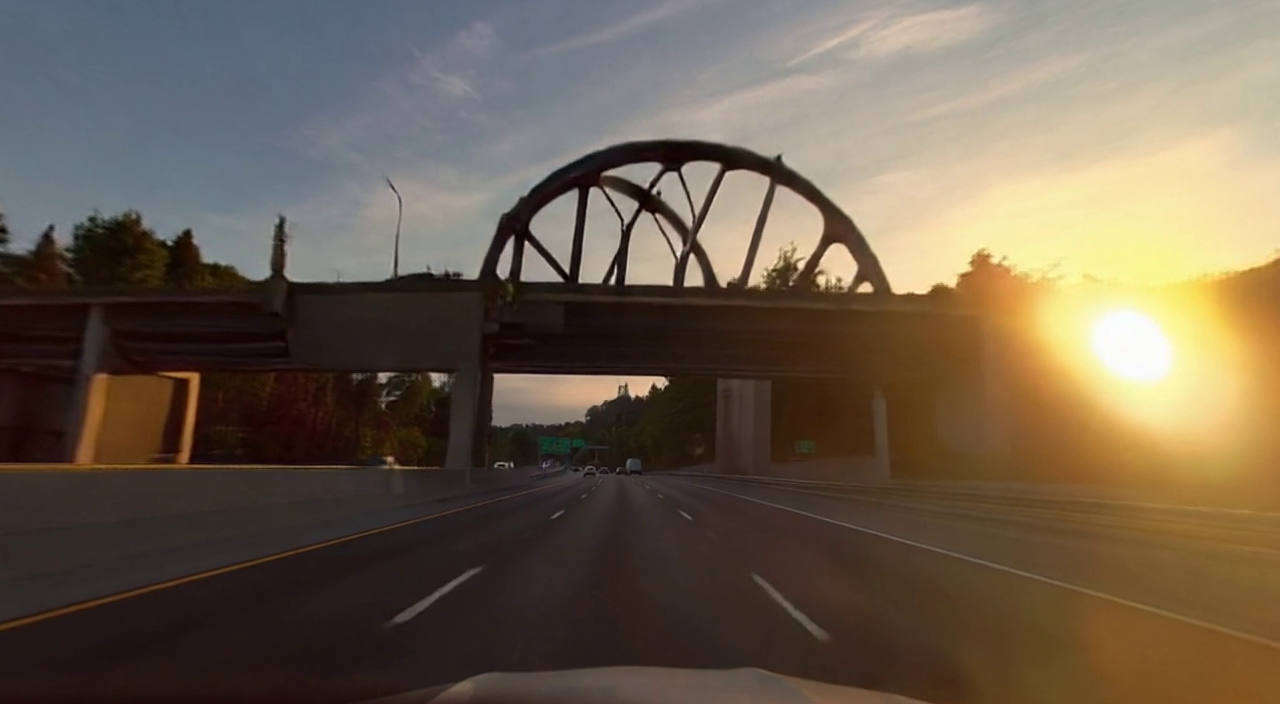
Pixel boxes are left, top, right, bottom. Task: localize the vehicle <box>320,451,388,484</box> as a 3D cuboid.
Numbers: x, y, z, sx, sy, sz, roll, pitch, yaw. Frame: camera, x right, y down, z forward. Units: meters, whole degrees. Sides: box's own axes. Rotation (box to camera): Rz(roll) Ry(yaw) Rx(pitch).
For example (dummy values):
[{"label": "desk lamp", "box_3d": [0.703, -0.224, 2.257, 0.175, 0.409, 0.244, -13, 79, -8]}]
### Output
[{"label": "vehicle", "box_3d": [-16.375, 6.673, 36.353, 1.973, 1.717, 4.397, 1, -10, -2]}]
